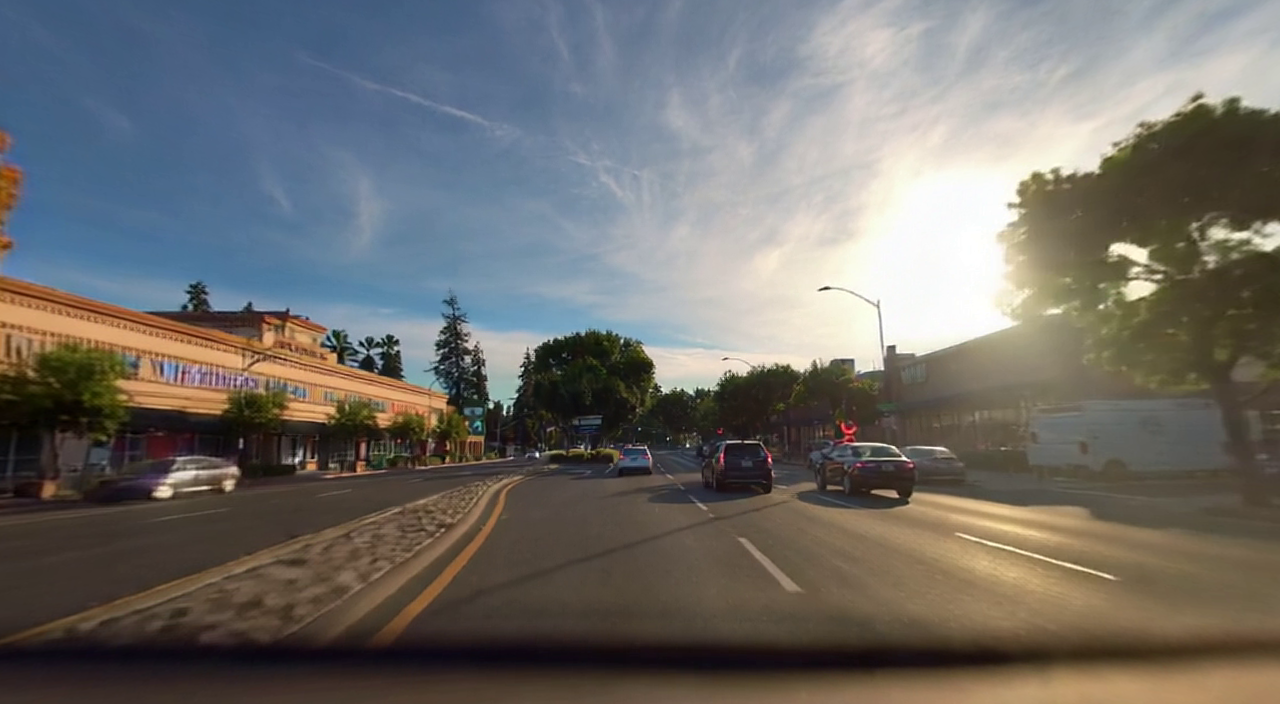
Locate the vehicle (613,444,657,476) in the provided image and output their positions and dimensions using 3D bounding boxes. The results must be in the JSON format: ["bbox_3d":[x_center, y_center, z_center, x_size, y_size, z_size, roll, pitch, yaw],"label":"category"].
[{"bbox_3d":[-0.258,5.350,31.609,2.052,1.461,4.324,0,-8,-1],"label":"vehicle"}]

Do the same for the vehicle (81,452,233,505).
[{"bbox_3d":[-15.375,4.008,20.391,1.878,1.481,3.663,-1,-8,3],"label":"vehicle"}]

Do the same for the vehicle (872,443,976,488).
[{"bbox_3d":[10.595,4.237,23.905,2.000,1.514,3.811,0,-8,-3],"label":"vehicle"}]

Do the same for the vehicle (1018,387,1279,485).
[{"bbox_3d":[17.546,2.892,21.739,7.127,3.093,2.760,0,-8,0],"label":"vehicle"}]

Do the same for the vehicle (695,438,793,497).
[{"bbox_3d":[2.949,3.391,19.022,2.072,1.545,4.578,0,-8,-1],"label":"vehicle"}]

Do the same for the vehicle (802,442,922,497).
[{"bbox_3d":[6.554,3.495,19.274,1.952,1.449,4.544,0,-8,-1],"label":"vehicle"}]
